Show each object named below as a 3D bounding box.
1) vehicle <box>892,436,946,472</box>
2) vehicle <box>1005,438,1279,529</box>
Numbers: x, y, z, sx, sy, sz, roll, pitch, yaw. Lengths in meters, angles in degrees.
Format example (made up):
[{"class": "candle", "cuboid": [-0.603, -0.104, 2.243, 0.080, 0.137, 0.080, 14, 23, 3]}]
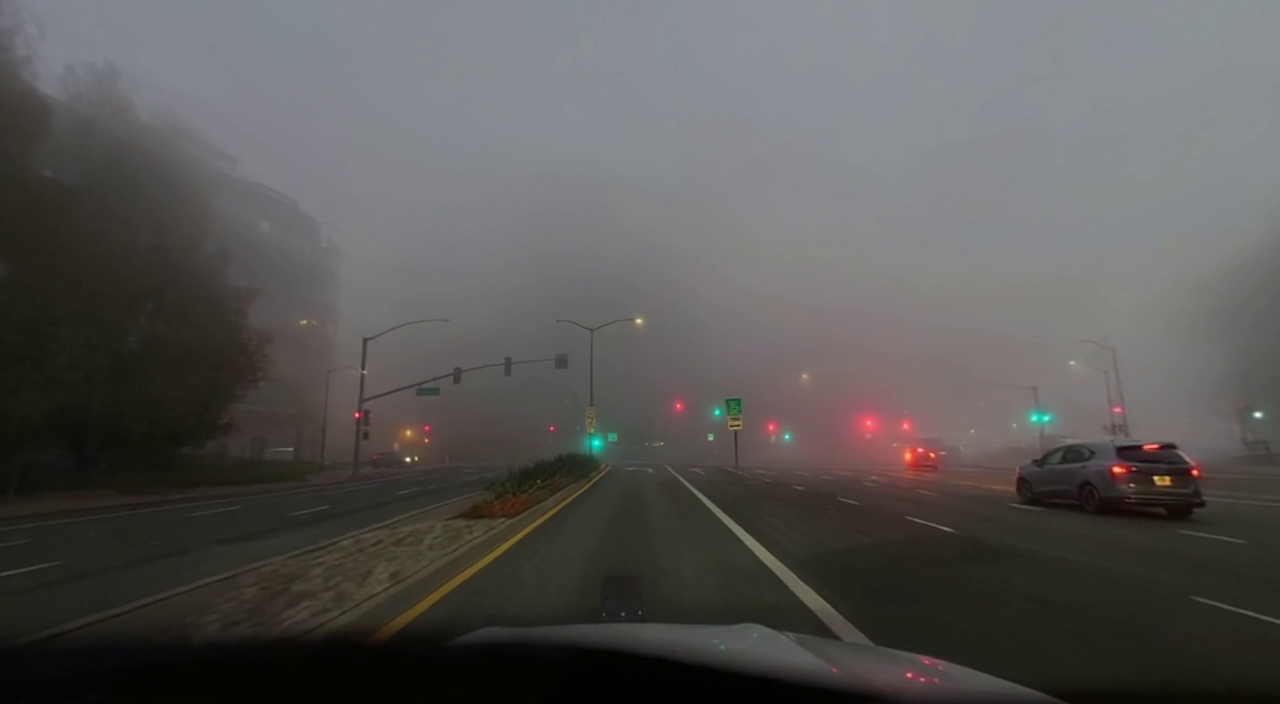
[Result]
[{"class": "vehicle", "cuboid": [15.325, 5.621, 34.954, 1.951, 1.843, 4.335, -2, -9, 14]}, {"class": "vehicle", "cuboid": [9.747, 2.524, 12.849, 1.933, 1.500, 4.458, 0, -8, -1]}]
